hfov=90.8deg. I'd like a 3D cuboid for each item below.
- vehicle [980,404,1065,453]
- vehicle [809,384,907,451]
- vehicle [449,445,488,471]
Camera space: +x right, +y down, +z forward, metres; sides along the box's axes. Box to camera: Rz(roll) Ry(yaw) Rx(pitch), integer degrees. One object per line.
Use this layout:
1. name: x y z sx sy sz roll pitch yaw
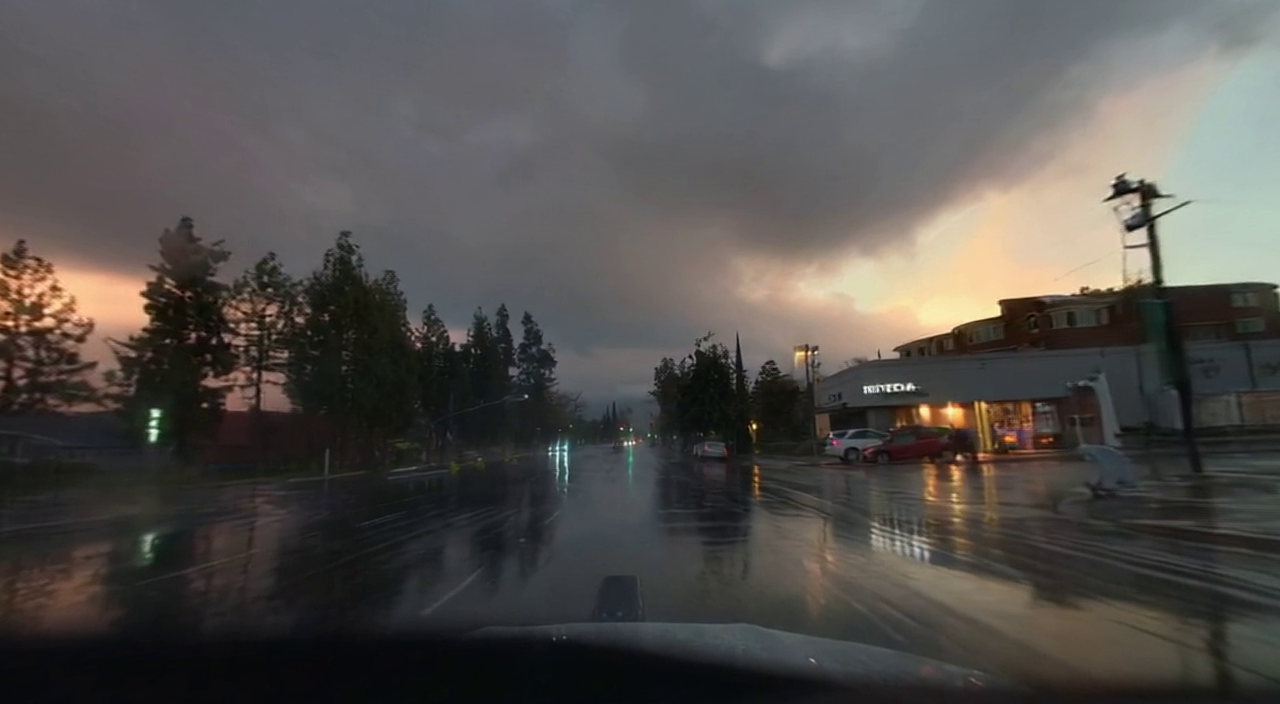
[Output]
1. vehicle: 25.907 5.300 43.122 4.543 3.105 4.010 -5 -10 28
2. vehicle: 15.951 4.864 45.772 9.886 4.618 0.062 5 -10 -30
3. vehicle: -11.793 7.285 43.570 1.813 1.727 3.009 0 -9 1
